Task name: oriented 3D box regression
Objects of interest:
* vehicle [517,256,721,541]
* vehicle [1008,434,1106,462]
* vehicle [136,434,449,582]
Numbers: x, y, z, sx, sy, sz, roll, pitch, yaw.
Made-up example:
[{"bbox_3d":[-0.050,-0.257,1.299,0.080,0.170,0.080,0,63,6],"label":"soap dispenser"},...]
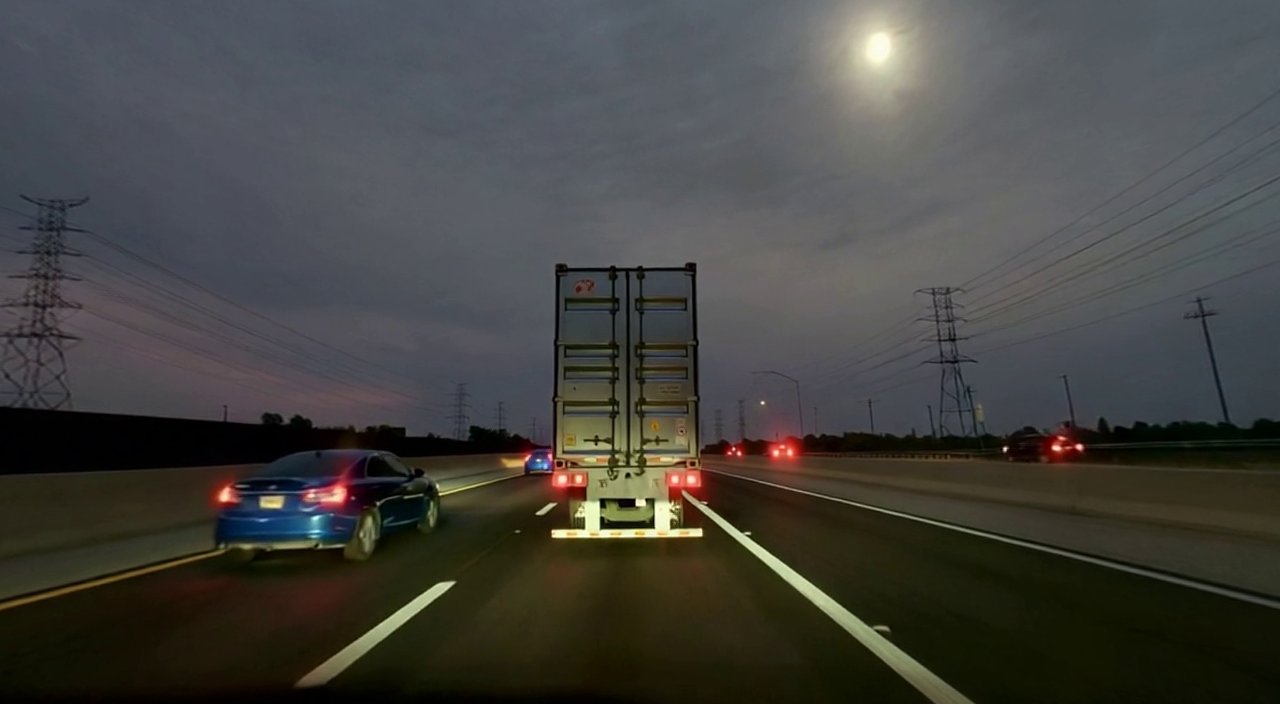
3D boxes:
[{"bbox_3d":[-0.263,1.485,15.051,2.841,4.071,12.046,-1,-8,0],"label":"vehicle"},{"bbox_3d":[25.750,5.960,39.241,1.932,1.594,4.579,5,-10,-31],"label":"vehicle"},{"bbox_3d":[-4.219,1.928,8.673,1.912,1.485,4.218,0,-9,0],"label":"vehicle"}]
